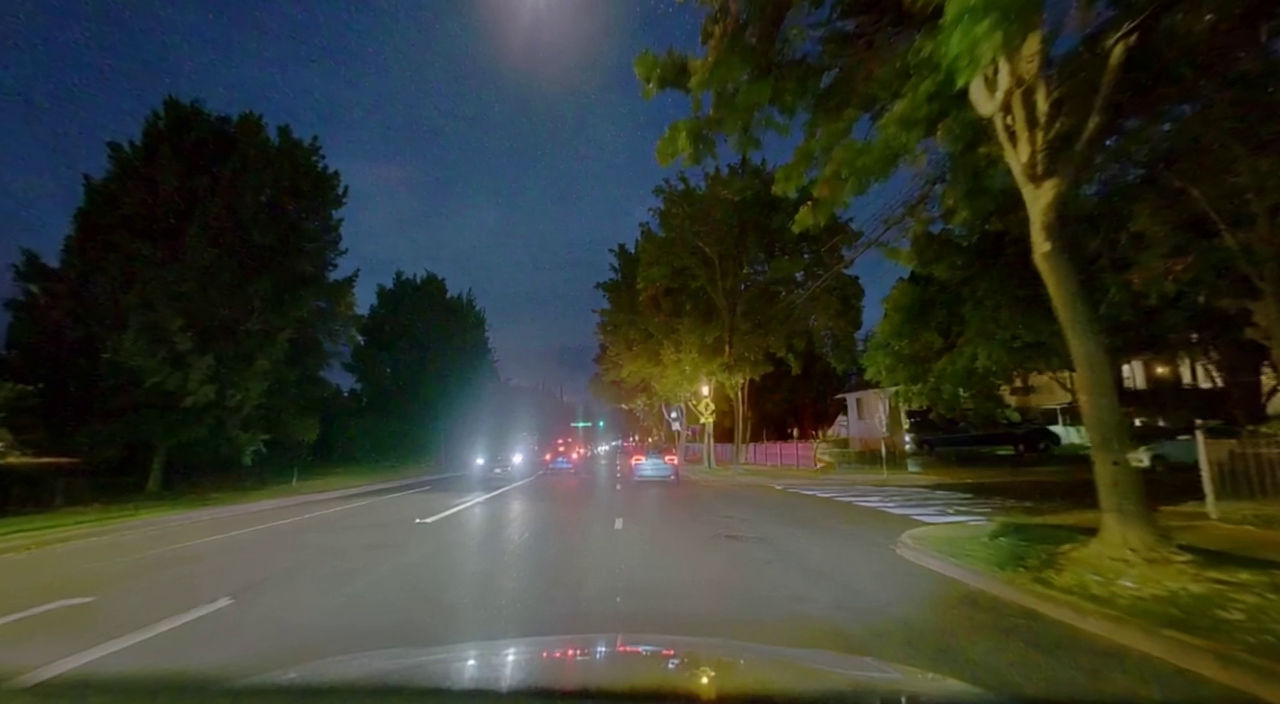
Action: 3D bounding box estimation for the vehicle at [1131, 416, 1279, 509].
[{"bbox_3d":[12.578,2.066,12.078,4.708,1.603,1.919,0,-9,0],"label":"vehicle"}]

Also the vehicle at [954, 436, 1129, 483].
[{"bbox_3d":[12.974,3.472,20.599,4.462,1.427,1.886,0,-9,-5],"label":"vehicle"}]

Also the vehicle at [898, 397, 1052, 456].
[{"bbox_3d":[15.948,3.656,30.293,6.115,2.590,2.371,-6,-10,35],"label":"vehicle"}]

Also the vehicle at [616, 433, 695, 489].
[{"bbox_3d":[0.383,3.689,21.642,2.258,1.682,4.635,0,-9,-4],"label":"vehicle"}]

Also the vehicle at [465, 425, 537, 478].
[{"bbox_3d":[-7.819,5.738,36.586,2.920,2.707,7.670,0,-9,-4],"label":"vehicle"}]

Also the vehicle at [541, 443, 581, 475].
[{"bbox_3d":[-4.007,5.470,32.445,1.919,1.501,4.509,1,-9,-6],"label":"vehicle"}]
